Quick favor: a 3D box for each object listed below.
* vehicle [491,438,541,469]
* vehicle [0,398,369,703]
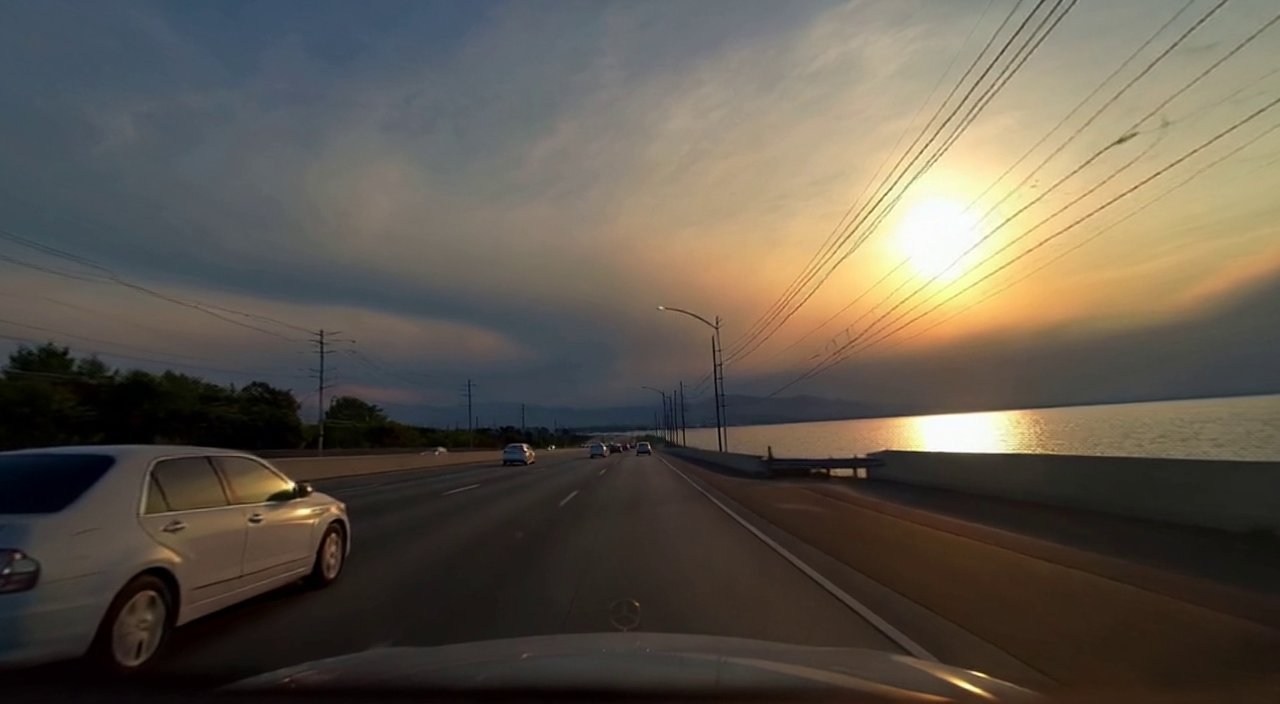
[{"bbox_3d":[-7.383,6.094,38.125,2.050,1.717,4.418,0,-8,1],"label":"vehicle"},{"bbox_3d":[-3.589,1.105,3.647,2.015,1.501,4.454,0,-8,1],"label":"vehicle"}]
